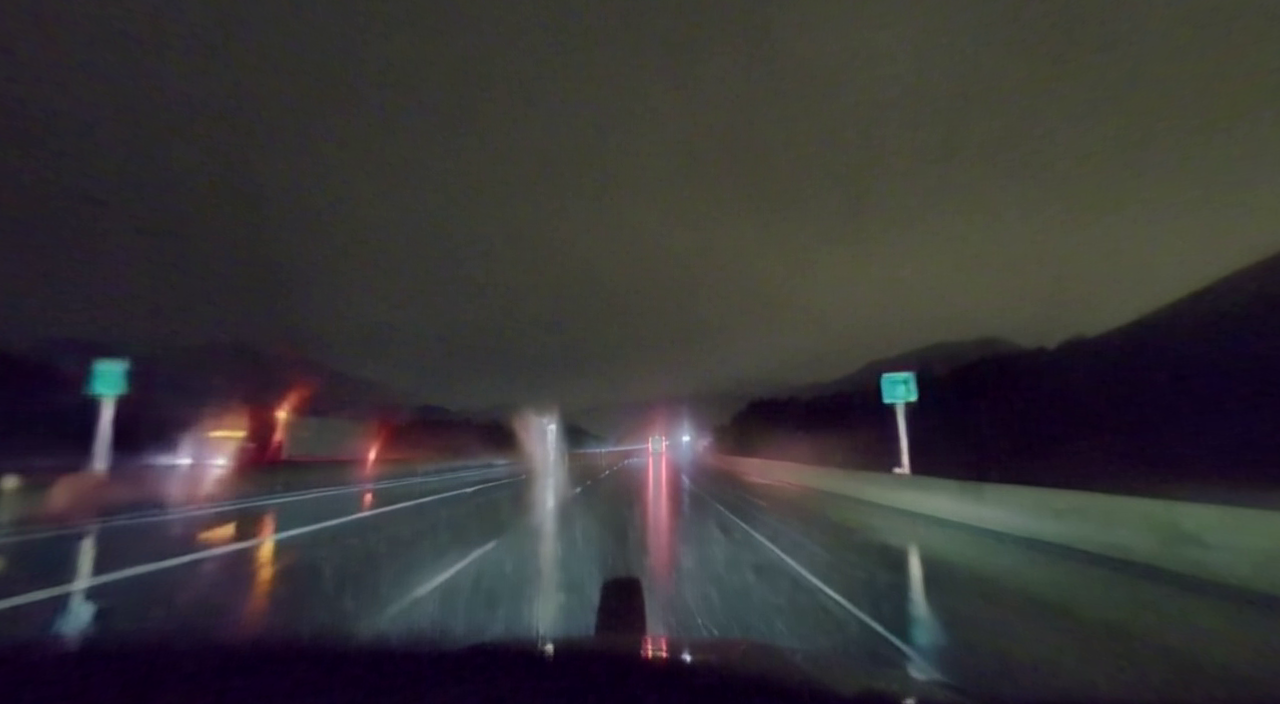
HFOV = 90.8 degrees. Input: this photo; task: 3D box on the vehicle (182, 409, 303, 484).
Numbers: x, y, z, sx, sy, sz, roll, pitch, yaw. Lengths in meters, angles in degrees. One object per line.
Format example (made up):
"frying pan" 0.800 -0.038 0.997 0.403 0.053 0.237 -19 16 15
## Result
"vehicle" -23.217 5.572 37.311 2.999 4.019 5.980 -1 -9 1
